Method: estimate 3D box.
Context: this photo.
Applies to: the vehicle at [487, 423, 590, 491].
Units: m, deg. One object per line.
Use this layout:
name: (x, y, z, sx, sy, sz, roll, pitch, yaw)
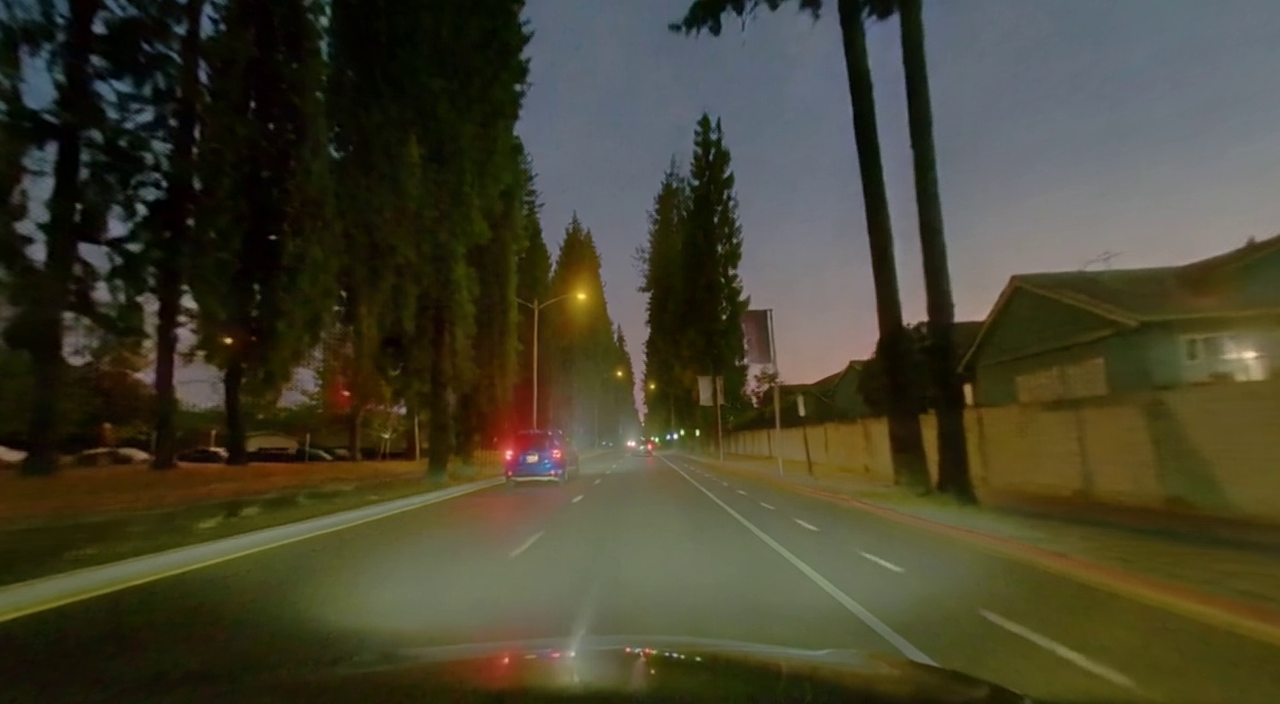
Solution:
vehicle: (-2.969, 3.225, 19.614, 2.281, 1.837, 4.845, 0, -8, 1)
